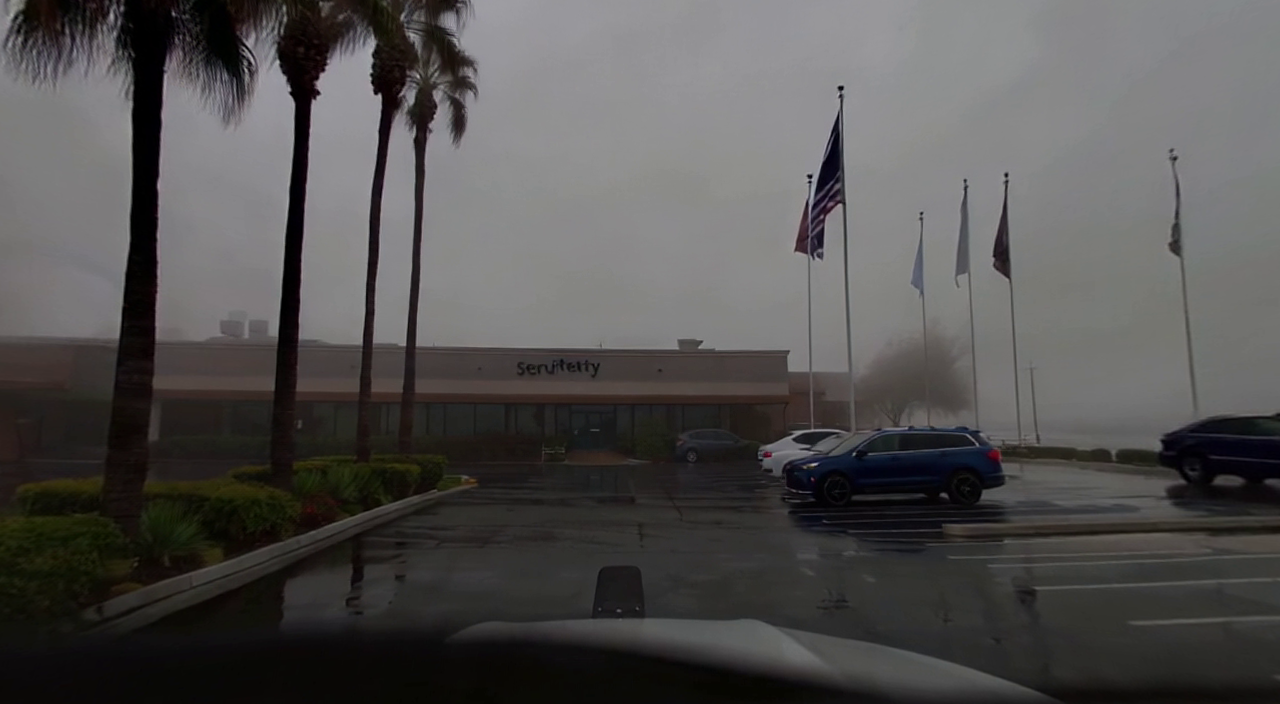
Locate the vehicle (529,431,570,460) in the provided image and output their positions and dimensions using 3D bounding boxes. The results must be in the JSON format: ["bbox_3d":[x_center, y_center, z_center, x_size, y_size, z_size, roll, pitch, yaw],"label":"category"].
[{"bbox_3d":[-6.612,6.845,46.333,1.943,1.890,4.472,-3,-8,6],"label":"vehicle"}]

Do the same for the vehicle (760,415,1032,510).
[{"bbox_3d":[4.880,2.177,12.569,4.567,1.723,1.926,0,-8,0],"label":"vehicle"}]

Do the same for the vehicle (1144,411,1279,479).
[{"bbox_3d":[19.439,2.918,19.697,2.357,1.921,5.999,0,-8,0],"label":"vehicle"}]
